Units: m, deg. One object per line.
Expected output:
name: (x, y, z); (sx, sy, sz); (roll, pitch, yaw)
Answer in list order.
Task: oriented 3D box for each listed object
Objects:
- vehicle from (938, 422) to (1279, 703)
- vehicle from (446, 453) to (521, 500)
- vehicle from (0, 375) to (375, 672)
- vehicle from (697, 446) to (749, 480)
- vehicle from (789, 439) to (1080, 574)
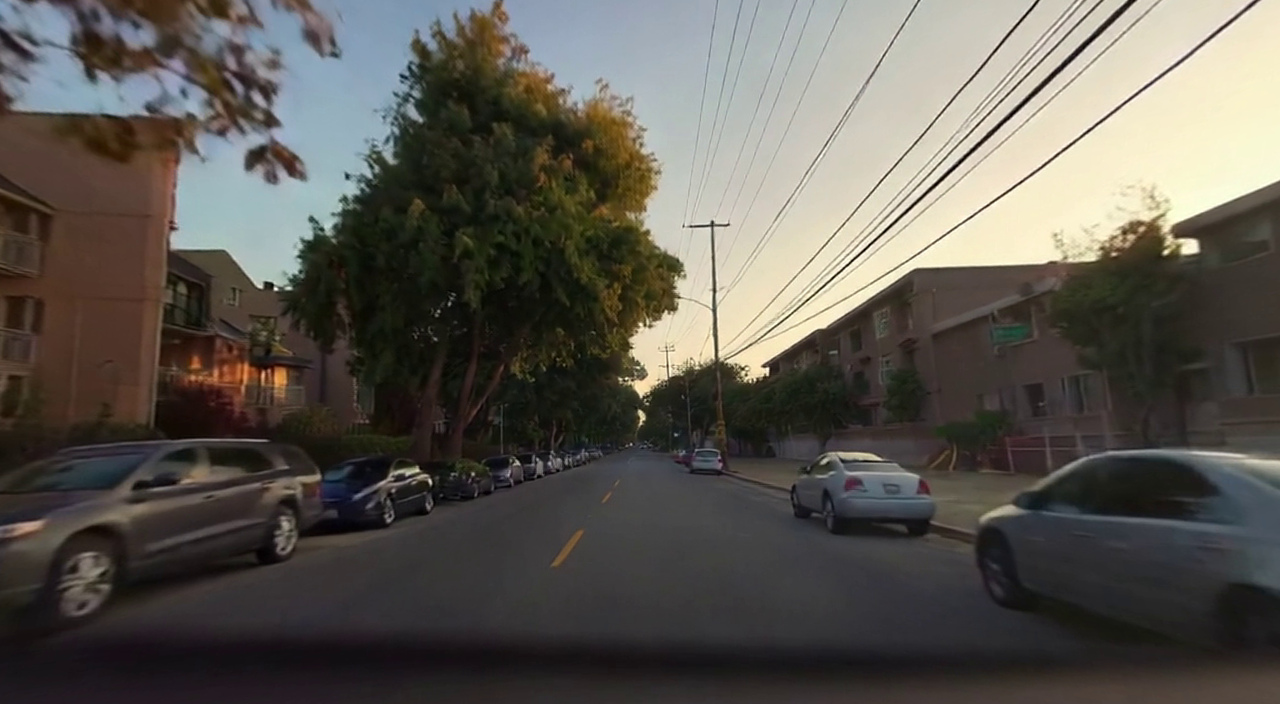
vehicle: (3.878, 1.219, 3.931); (1.846, 1.464, 4.420); (0, -9, 0)
vehicle: (-6.184, 4.944, 25.341); (1.912, 1.521, 4.326); (-3, -8, 0)
vehicle: (-6.124, 1.833, 8.020); (2.555, 2.236, 6.491); (-6, -7, 0)
vehicle: (3.975, 5.359, 30.671); (1.883, 1.527, 3.828); (0, -9, -1)
vehicle: (3.788, 2.052, 9.225); (2.013, 1.463, 4.523); (0, -9, -1)
